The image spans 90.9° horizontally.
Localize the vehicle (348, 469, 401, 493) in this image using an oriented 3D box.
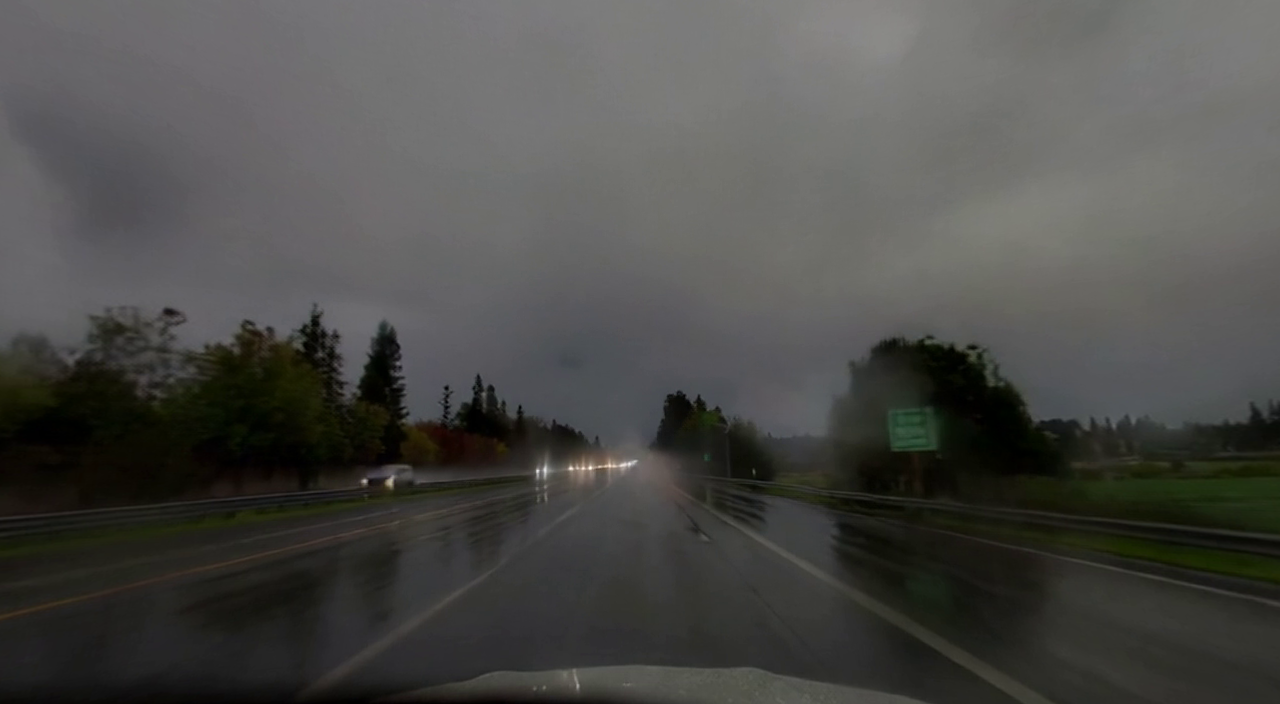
[{"bbox_3d":[-17.197,8.351,41.004,1.765,1.429,3.838,1,-10,0],"label":"vehicle"}]
